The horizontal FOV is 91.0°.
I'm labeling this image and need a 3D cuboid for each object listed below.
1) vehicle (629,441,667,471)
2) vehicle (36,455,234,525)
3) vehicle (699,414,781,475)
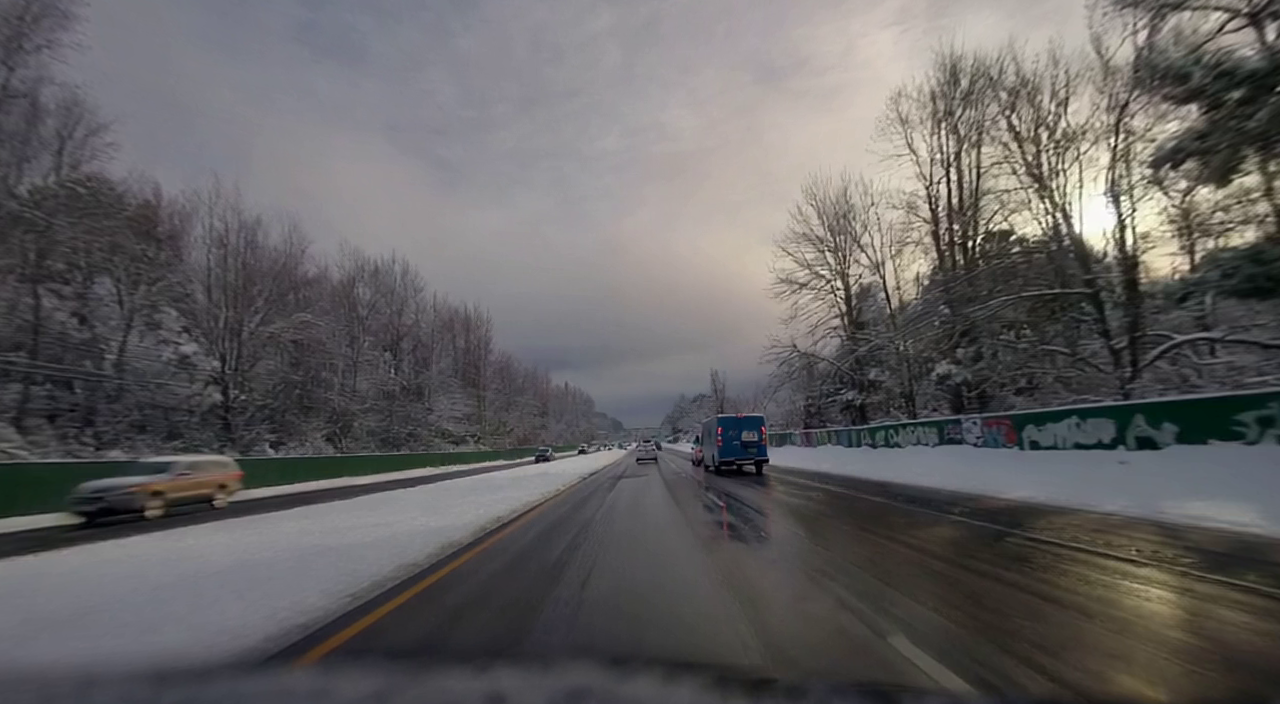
[{"bbox_3d":[0.458,5.916,35.934,2.030,1.572,4.067,0,-8,0],"label":"vehicle"},{"bbox_3d":[-13.382,3.623,17.086,1.888,1.558,4.129,0,-8,1],"label":"vehicle"},{"bbox_3d":[4.727,4.571,31.124,2.712,2.659,6.992,0,-8,-2],"label":"vehicle"}]
